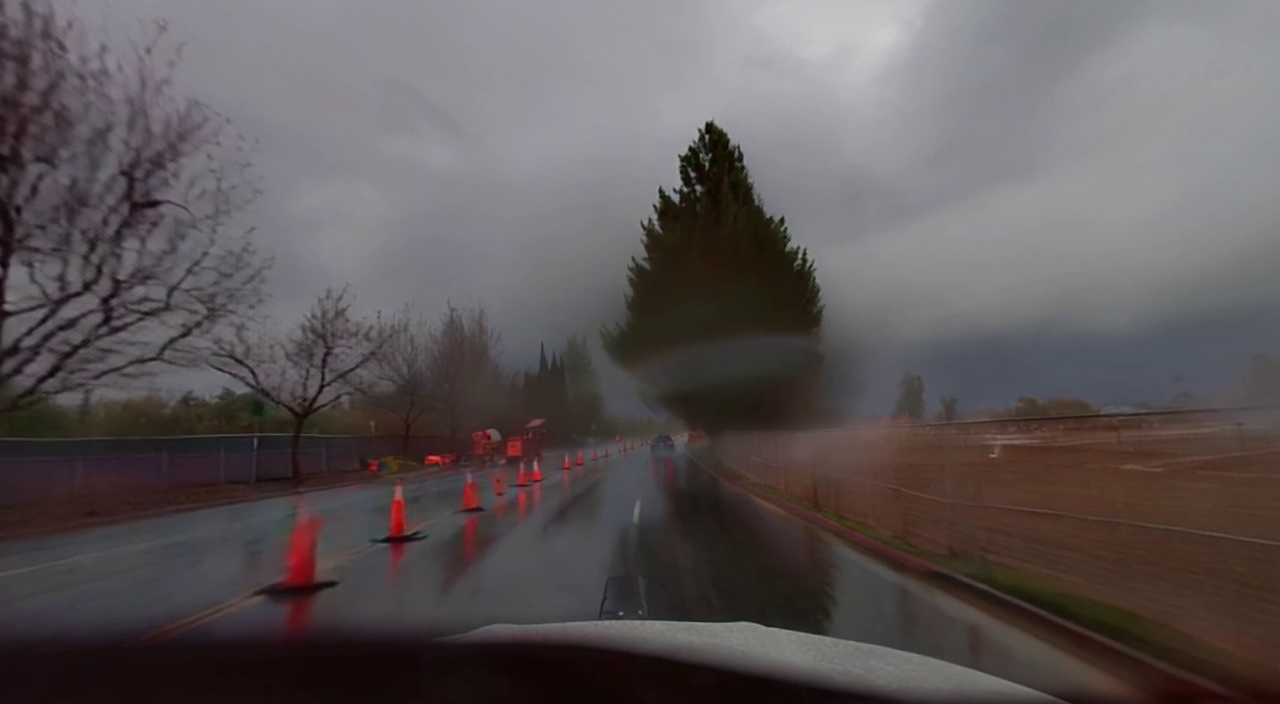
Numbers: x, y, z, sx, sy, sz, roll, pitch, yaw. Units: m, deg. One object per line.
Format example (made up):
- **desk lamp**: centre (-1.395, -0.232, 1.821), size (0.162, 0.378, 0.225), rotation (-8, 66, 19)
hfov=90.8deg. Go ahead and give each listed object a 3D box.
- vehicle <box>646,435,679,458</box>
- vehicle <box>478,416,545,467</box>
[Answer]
- **vehicle**: centre (1.553, 6.608, 43.951), size (2.172, 1.486, 3.581), rotation (-1, -9, 2)
- **vehicle**: centre (-7.096, 4.988, 35.151), size (3.064, 2.710, 2.385), rotation (-1, -9, 4)
